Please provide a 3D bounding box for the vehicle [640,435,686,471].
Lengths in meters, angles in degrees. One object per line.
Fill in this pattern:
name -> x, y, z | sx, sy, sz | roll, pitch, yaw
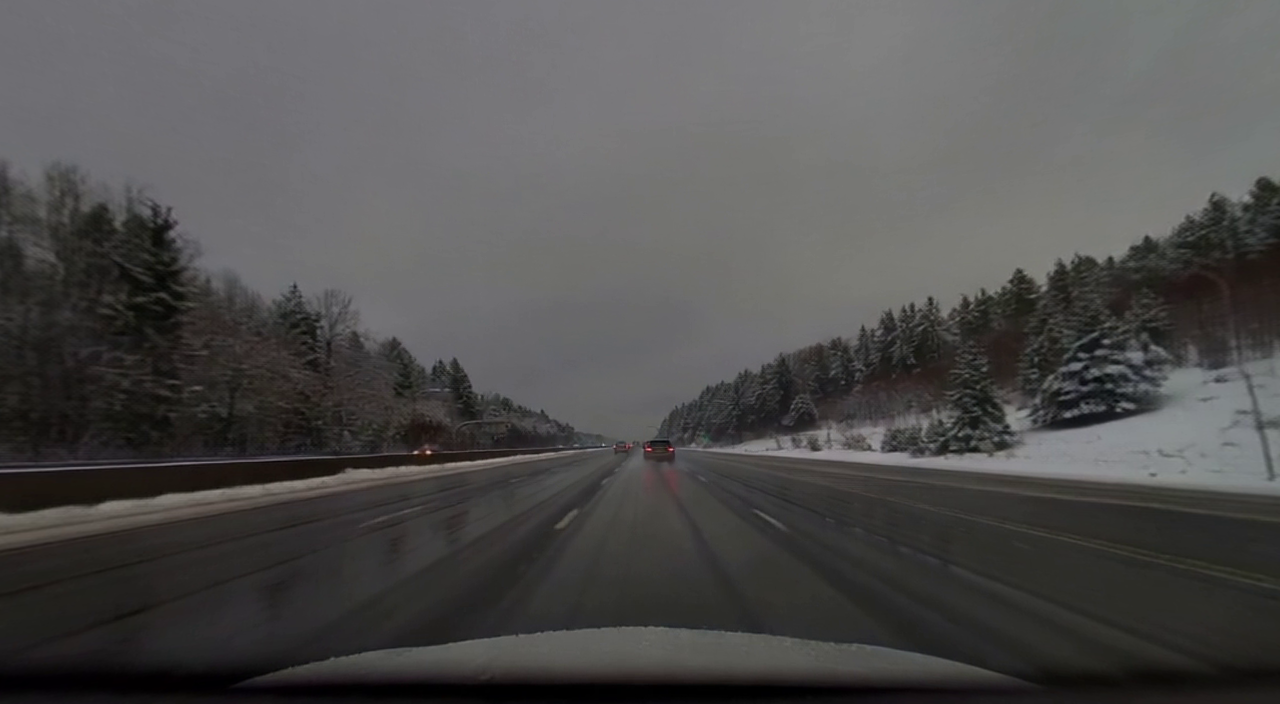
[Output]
vehicle -> 1.133, 5.349, 33.733 | 2.260, 1.766, 4.348 | 0, -8, -1
